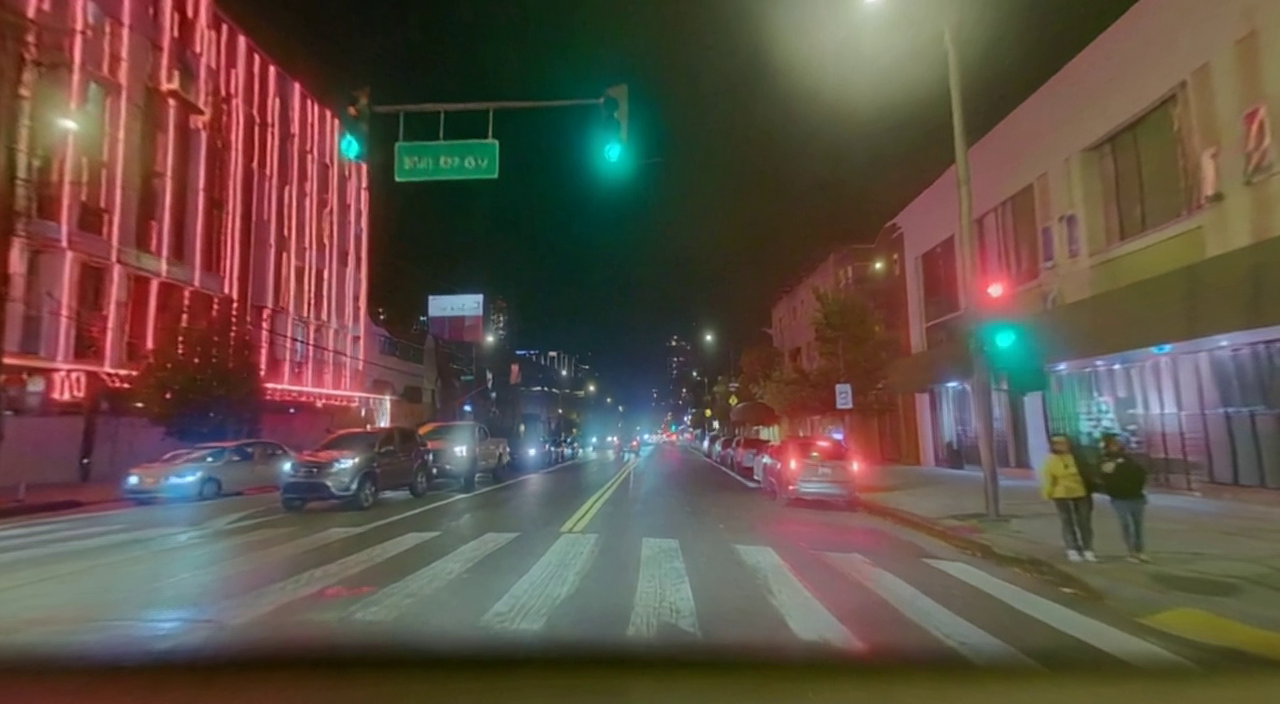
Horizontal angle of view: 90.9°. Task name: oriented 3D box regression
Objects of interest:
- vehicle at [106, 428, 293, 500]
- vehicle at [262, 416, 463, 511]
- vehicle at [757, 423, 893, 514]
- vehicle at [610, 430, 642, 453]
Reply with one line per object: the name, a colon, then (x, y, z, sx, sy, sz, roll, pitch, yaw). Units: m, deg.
vehicle: (-11.347, 2.868, 16.662, 1.933, 1.628, 3.973, 0, -8, 2)
vehicle: (-5.238, 2.143, 12.703, 1.942, 1.559, 4.298, 0, -8, 2)
vehicle: (4.011, 2.568, 14.443, 1.924, 1.765, 3.954, 0, -8, 0)
vehicle: (-0.916, 6.194, 43.582, 1.973, 1.496, 3.713, 0, -8, 2)
